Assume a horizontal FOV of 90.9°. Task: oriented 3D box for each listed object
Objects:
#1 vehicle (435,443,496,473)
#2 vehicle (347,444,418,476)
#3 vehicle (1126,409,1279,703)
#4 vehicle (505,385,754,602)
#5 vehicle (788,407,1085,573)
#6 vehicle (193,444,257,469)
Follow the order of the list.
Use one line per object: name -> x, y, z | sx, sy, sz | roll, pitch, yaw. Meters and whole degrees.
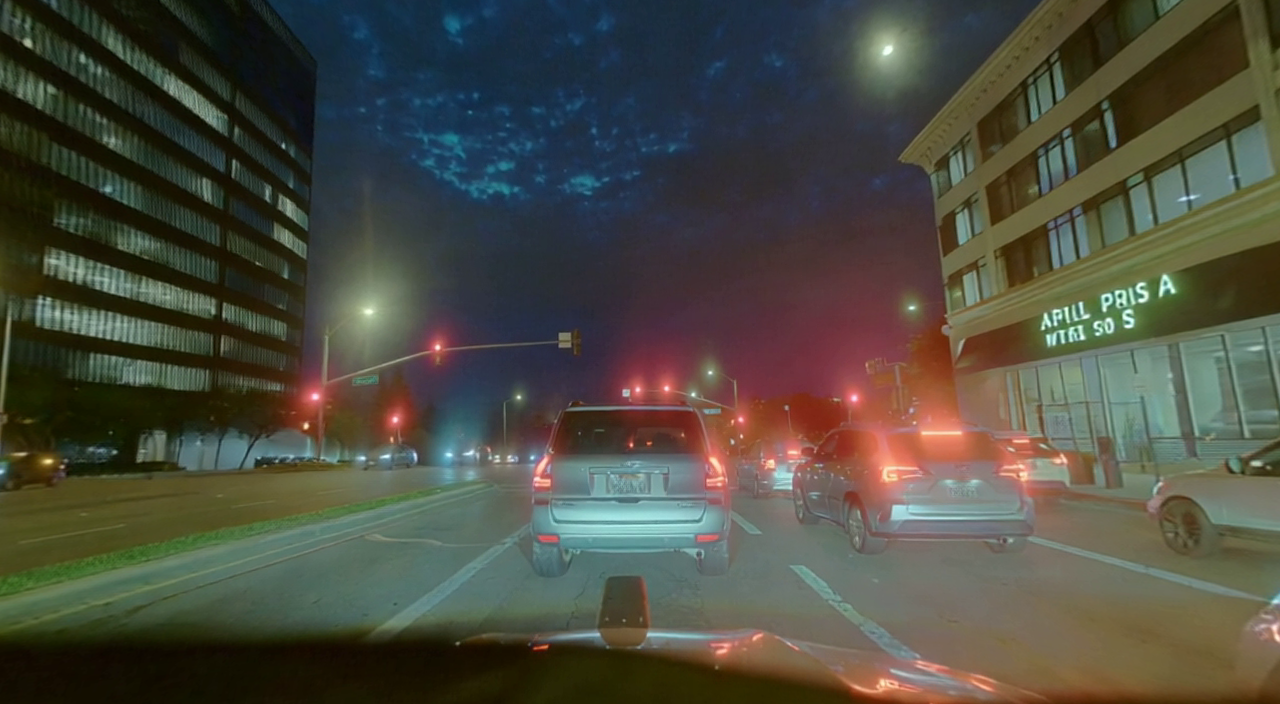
vehicle -> -11.276, 6.868, 41.165 | 2.224, 1.840, 5.290 | -1, -8, 3
vehicle -> -14.732, 6.190, 36.411 | 2.102, 1.737, 4.570 | 0, -8, 1
vehicle -> 3.358, 0.732, 0.812 | 1.884, 1.484, 4.609 | 0, -8, 2
vehicle -> -0.004, 1.537, 7.683 | 2.154, 1.861, 4.280 | 0, -8, 3
vehicle -> 3.611, 1.760, 8.804 | 2.036, 1.719, 4.318 | 0, -8, 0
vehicle -> -27.462, 6.871, 41.848 | 1.693, 1.563, 3.716 | 0, -8, 0
